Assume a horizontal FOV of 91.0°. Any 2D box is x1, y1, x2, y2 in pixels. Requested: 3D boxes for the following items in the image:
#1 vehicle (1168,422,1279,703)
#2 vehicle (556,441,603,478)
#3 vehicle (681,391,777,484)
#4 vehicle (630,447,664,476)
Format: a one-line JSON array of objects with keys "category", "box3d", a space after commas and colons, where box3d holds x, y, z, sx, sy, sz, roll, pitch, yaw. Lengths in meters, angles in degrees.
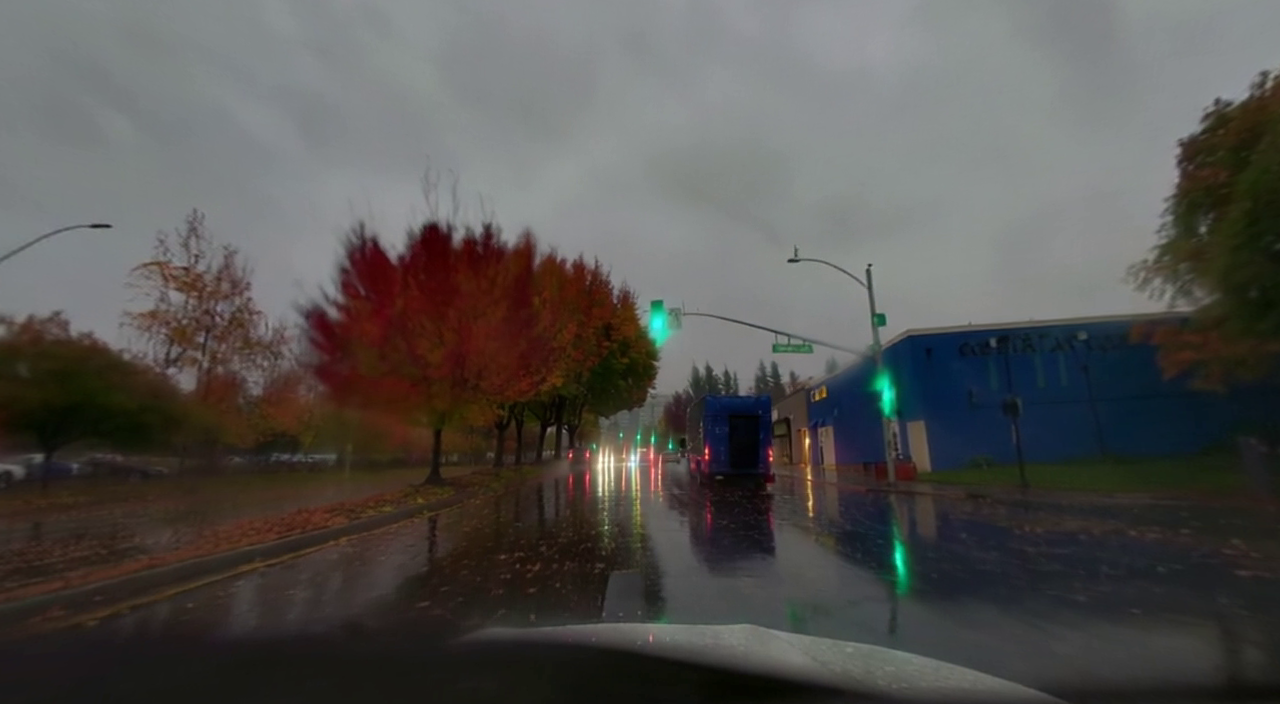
[{"category": "vehicle", "box3d": [3.689, 0.726, 0.731, 1.915, 1.449, 4.970, 0, -9, 1]}, {"category": "vehicle", "box3d": [-3.314, 5.954, 35.184, 2.035, 1.867, 4.607, -1, -9, 2]}, {"category": "vehicle", "box3d": [3.902, 4.223, 30.612, 3.003, 3.680, 10.684, 0, -9, -1]}, {"category": "vehicle", "box3d": [0.407, 6.211, 35.958, 1.846, 1.528, 4.348, 0, -9, 1]}]
